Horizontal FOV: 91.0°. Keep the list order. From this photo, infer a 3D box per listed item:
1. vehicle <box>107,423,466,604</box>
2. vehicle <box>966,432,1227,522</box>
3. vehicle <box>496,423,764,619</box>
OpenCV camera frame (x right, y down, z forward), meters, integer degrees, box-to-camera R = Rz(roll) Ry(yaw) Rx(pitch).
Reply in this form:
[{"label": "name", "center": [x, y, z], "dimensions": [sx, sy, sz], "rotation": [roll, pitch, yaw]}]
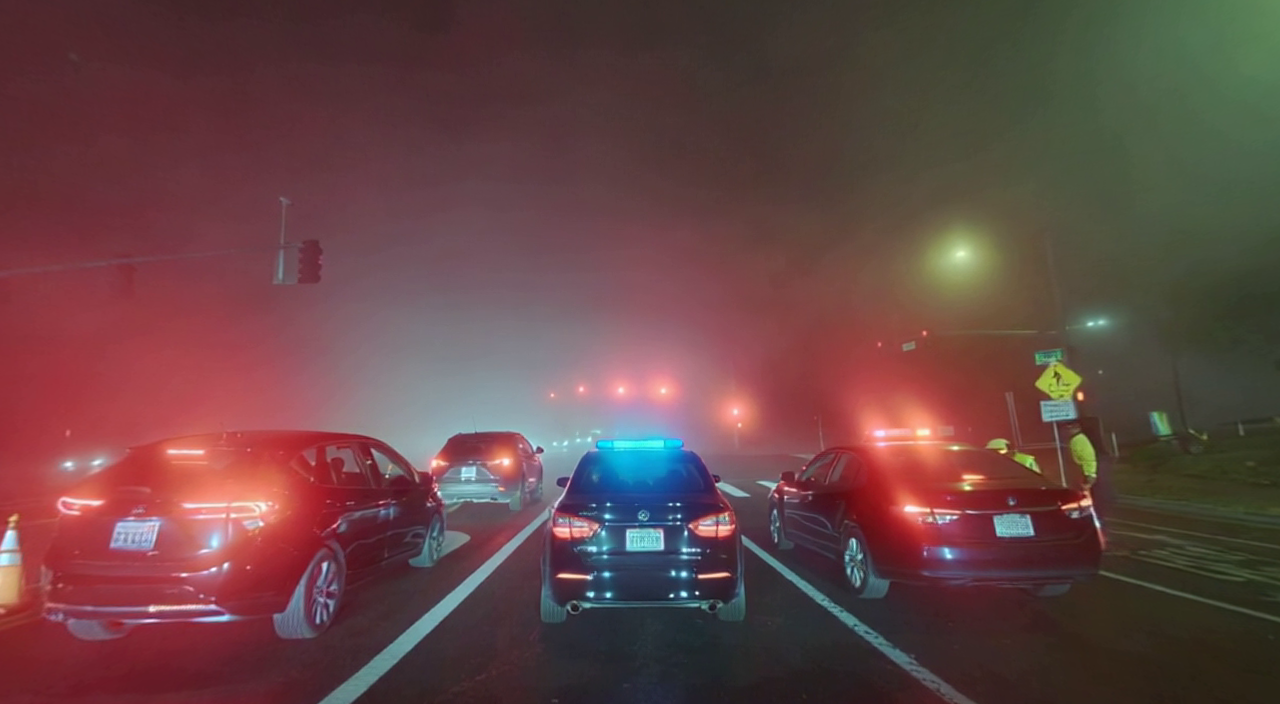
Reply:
[{"label": "vehicle", "center": [-3.593, 1.681, 7.446], "dimensions": [1.863, 1.526, 4.006], "rotation": [0, -8, 1]}, {"label": "vehicle", "center": [9.358, 2.582, 13.584], "dimensions": [1.957, 1.576, 4.670], "rotation": [0, -9, -3]}, {"label": "vehicle", "center": [-0.121, 1.628, 7.089], "dimensions": [2.061, 1.486, 4.332], "rotation": [0, -8, -1]}]
